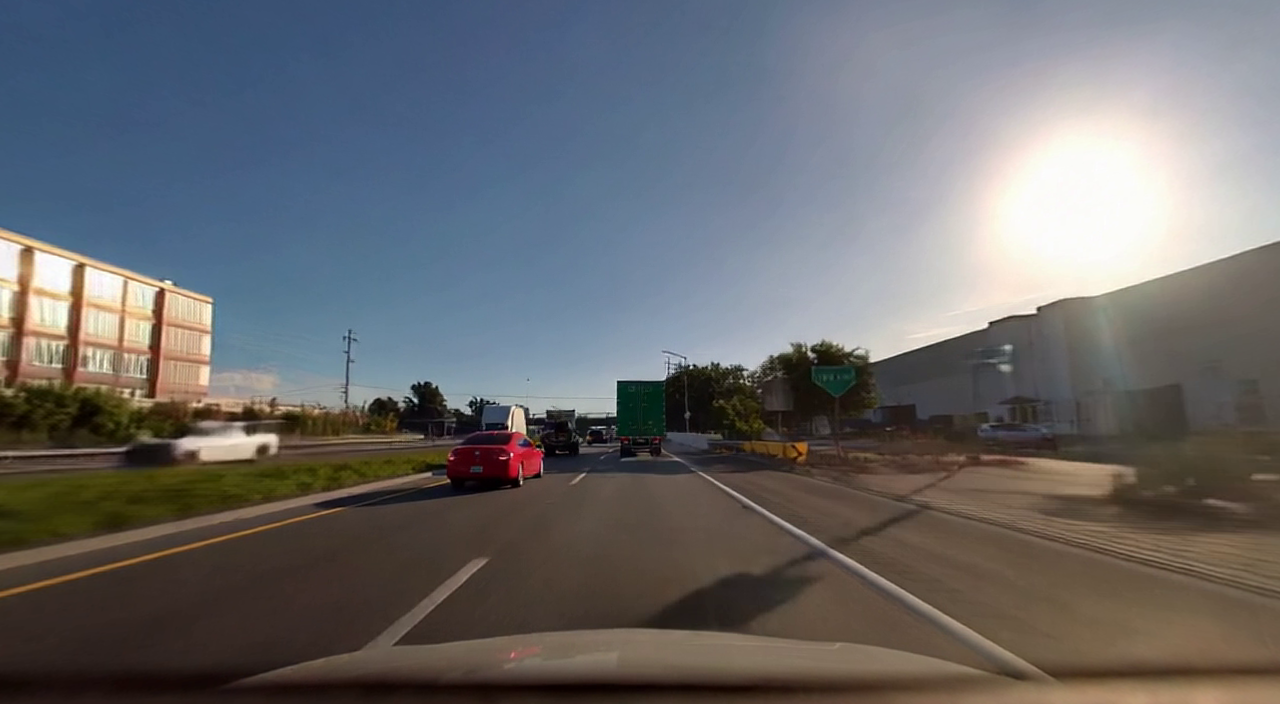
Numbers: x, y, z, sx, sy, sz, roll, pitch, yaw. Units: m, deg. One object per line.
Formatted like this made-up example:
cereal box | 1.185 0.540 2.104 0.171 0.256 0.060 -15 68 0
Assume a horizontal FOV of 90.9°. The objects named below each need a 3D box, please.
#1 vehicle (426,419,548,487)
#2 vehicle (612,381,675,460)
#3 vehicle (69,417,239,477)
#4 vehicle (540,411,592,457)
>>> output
vehicle | -4.001 2.741 17.514 2.005 1.602 5.131 0 -8 1
vehicle | 0.071 4.225 37.753 3.259 4.066 9.891 0 -8 -1
vehicle | -15.036 2.957 19.862 2.059 1.679 4.241 1 -8 -2
vehicle | -4.620 5.305 40.623 2.717 2.714 6.997 0 -8 -1
